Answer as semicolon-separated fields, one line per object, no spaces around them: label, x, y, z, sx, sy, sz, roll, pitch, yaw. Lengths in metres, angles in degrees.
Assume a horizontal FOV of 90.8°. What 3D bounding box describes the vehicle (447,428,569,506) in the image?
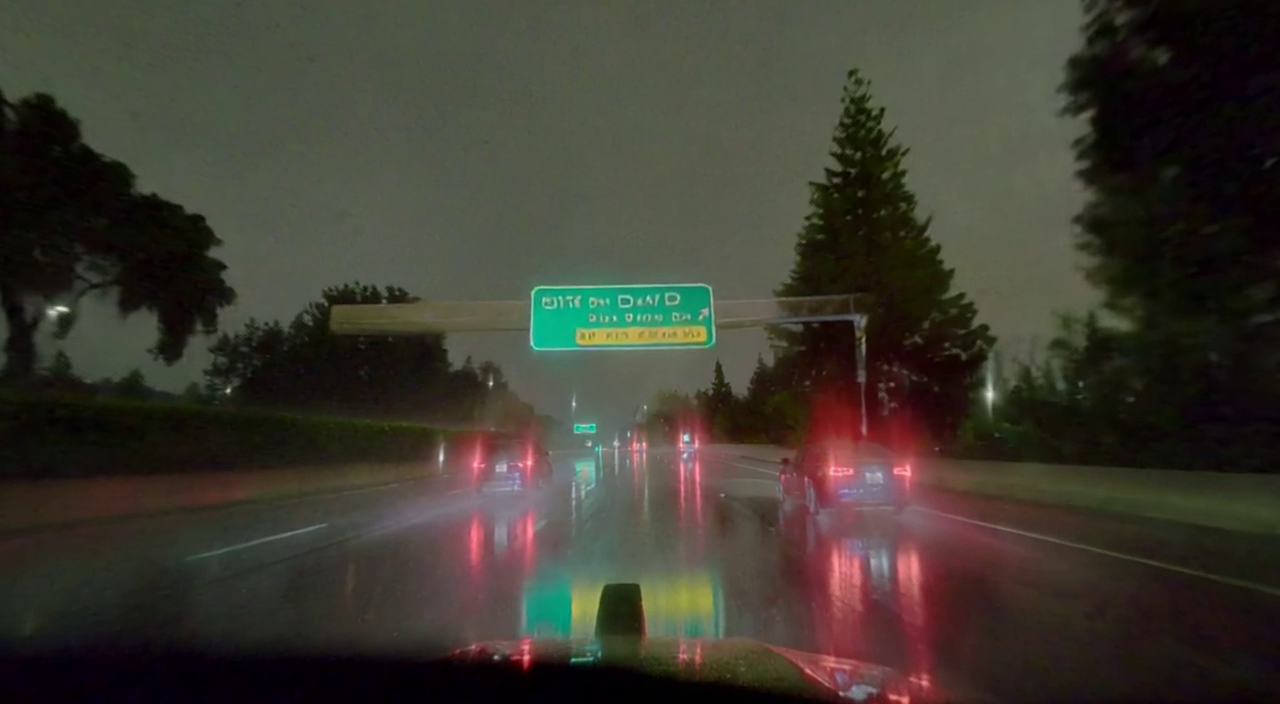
vehicle;-3.287;2.981;16.791;2.244;1.755;4.417;0;-9;1

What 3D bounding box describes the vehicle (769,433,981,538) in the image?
vehicle;3.711;2.187;10.989;1.947;1.437;4.345;0;-9;-1

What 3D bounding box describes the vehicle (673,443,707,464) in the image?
vehicle;3.512;7.200;44.961;2.021;1.447;3.985;0;-9;-1
